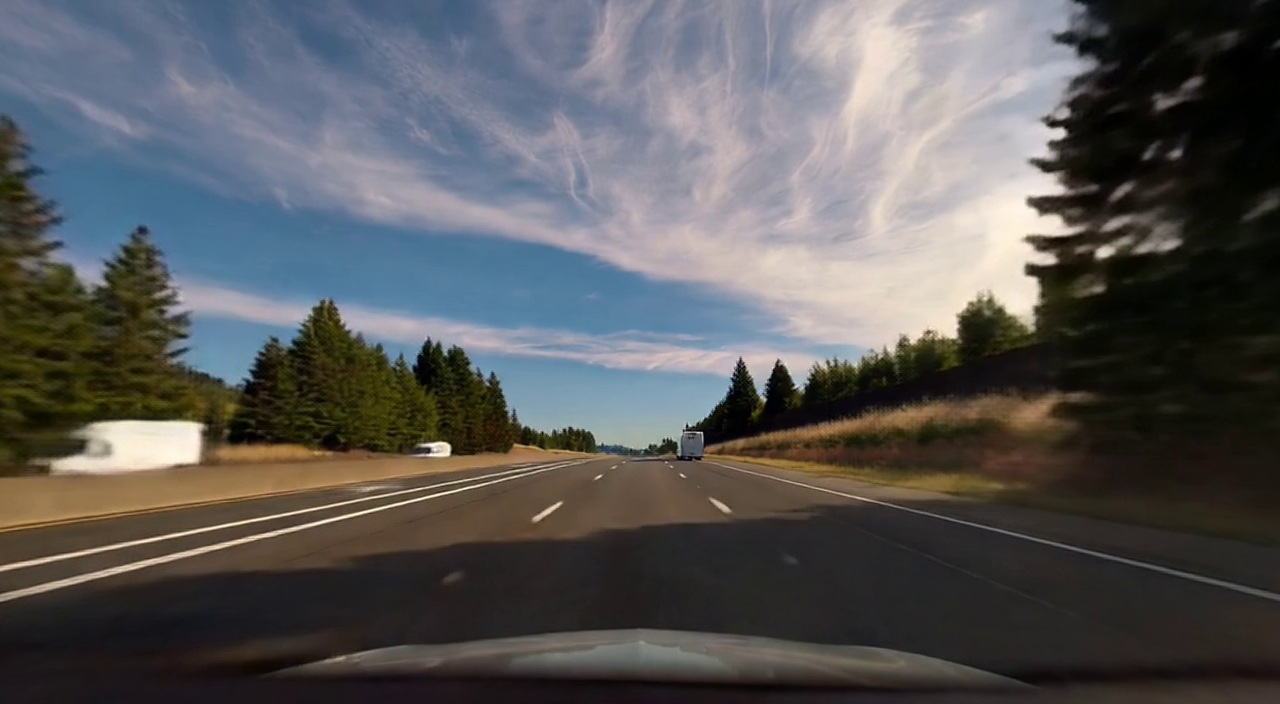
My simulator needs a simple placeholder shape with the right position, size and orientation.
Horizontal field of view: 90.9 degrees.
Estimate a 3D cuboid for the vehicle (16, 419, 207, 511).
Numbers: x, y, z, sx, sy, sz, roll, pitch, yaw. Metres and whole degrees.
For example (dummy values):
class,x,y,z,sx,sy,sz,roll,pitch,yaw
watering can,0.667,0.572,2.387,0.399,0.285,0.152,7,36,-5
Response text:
class,x,y,z,sx,sy,sz,roll,pitch,yaw
vehicle,-20.029,4.288,24.394,2.412,3.107,5.502,0,-9,1
